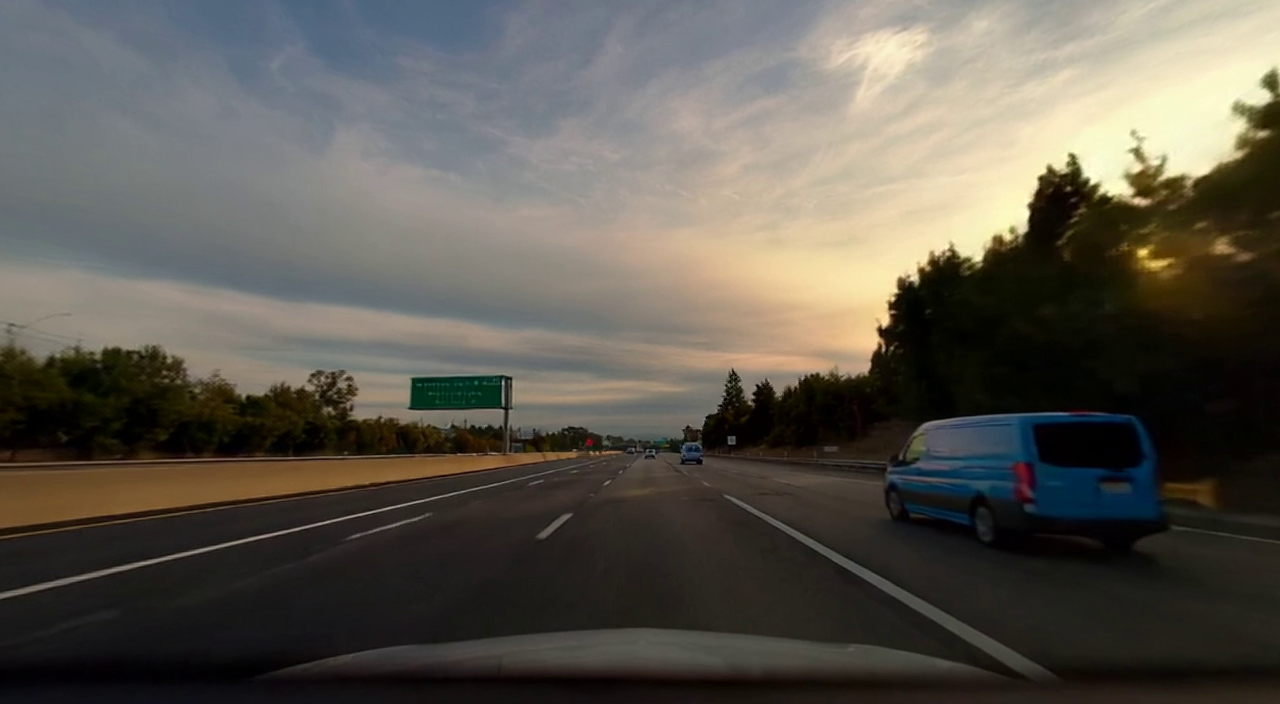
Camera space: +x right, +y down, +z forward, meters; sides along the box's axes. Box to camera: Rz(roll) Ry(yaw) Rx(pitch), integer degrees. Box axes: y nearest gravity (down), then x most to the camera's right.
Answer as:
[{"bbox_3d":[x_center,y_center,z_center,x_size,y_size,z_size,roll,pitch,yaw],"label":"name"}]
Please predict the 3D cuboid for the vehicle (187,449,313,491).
[{"bbox_3d":[-15.142,4.579,24.830,1.903,1.486,4.666,0,-9,1],"label":"vehicle"}]

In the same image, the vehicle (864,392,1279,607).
[{"bbox_3d":[4.578,1.584,7.589,1.971,1.795,4.389,0,-9,-3],"label":"vehicle"}]
